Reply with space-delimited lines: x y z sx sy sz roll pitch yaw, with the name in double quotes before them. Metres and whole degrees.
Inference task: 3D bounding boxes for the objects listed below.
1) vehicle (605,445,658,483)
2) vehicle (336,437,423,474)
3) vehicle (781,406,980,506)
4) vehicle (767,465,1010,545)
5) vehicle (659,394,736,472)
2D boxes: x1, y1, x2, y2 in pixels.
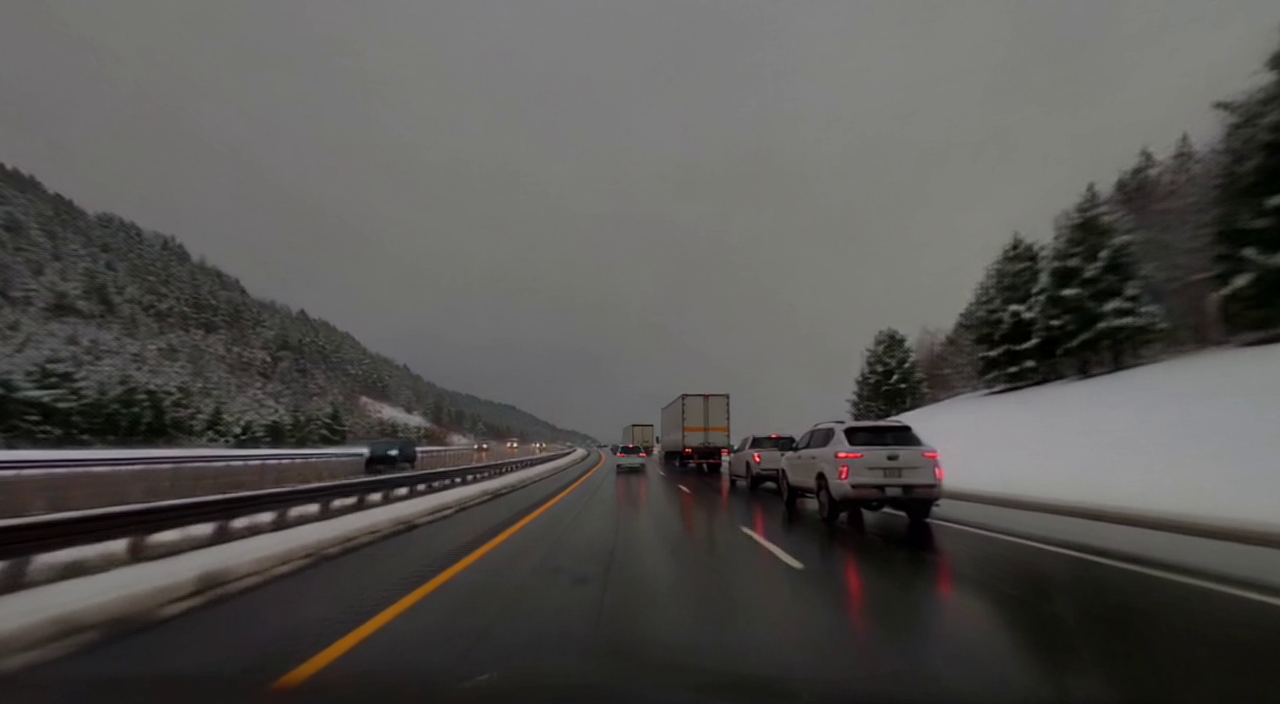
"vehicle" -0.361 4.544 25.896 2.029 1.437 3.794 0 -9 -1
"vehicle" -11.590 4.642 28.434 2.021 1.499 4.455 0 -9 -1
"vehicle" 4.031 1.867 11.479 1.873 1.465 4.264 0 -9 -1
"vehicle" 3.974 2.588 11.402 2.129 0.956 5.390 0 -9 -1
"vehicle" 3.235 5.381 40.528 2.911 4.099 14.578 0 -9 -3
